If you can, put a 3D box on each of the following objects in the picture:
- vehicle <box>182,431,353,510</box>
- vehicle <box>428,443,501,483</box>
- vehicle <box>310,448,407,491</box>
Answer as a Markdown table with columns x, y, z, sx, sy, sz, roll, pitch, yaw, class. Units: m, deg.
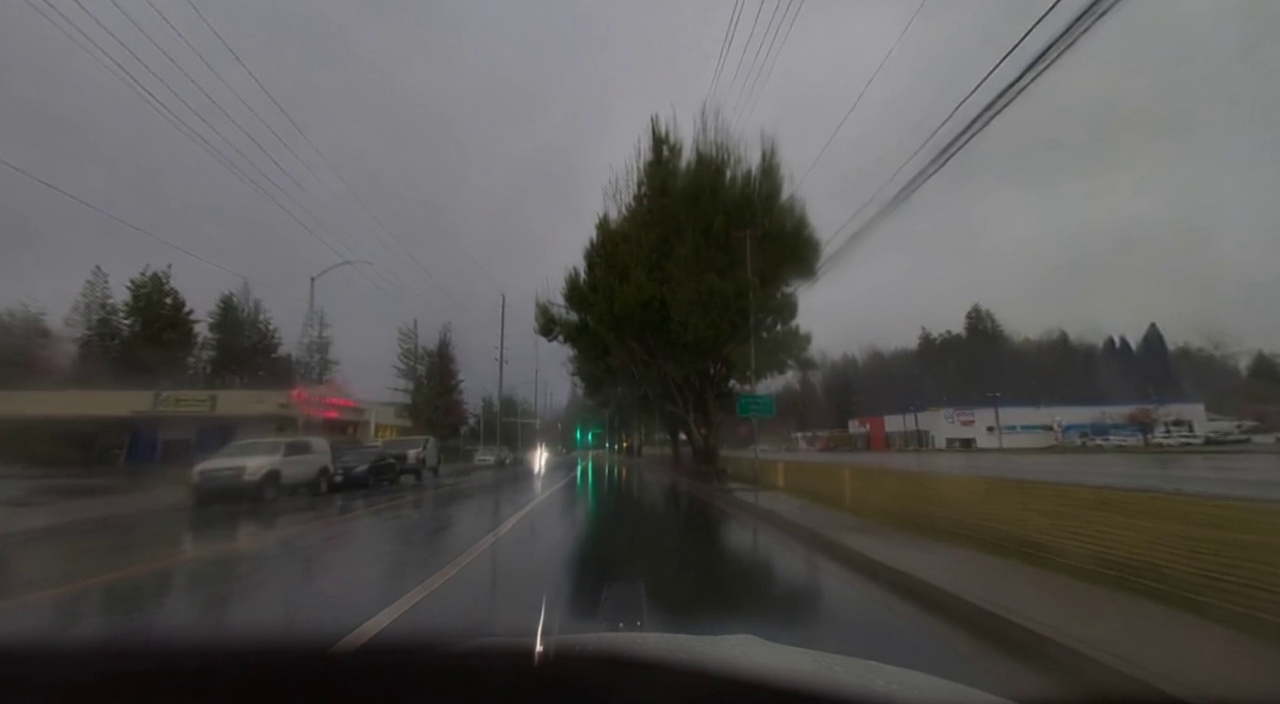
| x | y | z | sx | sy | sz | roll | pitch | yaw | class |
| --- | --- | --- | --- | --- | --- | --- | --- | --- | --- |
| -10.211 | 3.268 | 17.960 | 2.016 | 1.872 | 5.297 | 1 | -9 | -5 | vehicle |
| -7.145 | 4.560 | 26.234 | 1.849 | 1.512 | 4.302 | 0 | -9 | -1 | vehicle |
| -10.576 | 4.405 | 24.147 | 1.842 | 1.461 | 4.568 | 0 | -9 | -4 | vehicle |
